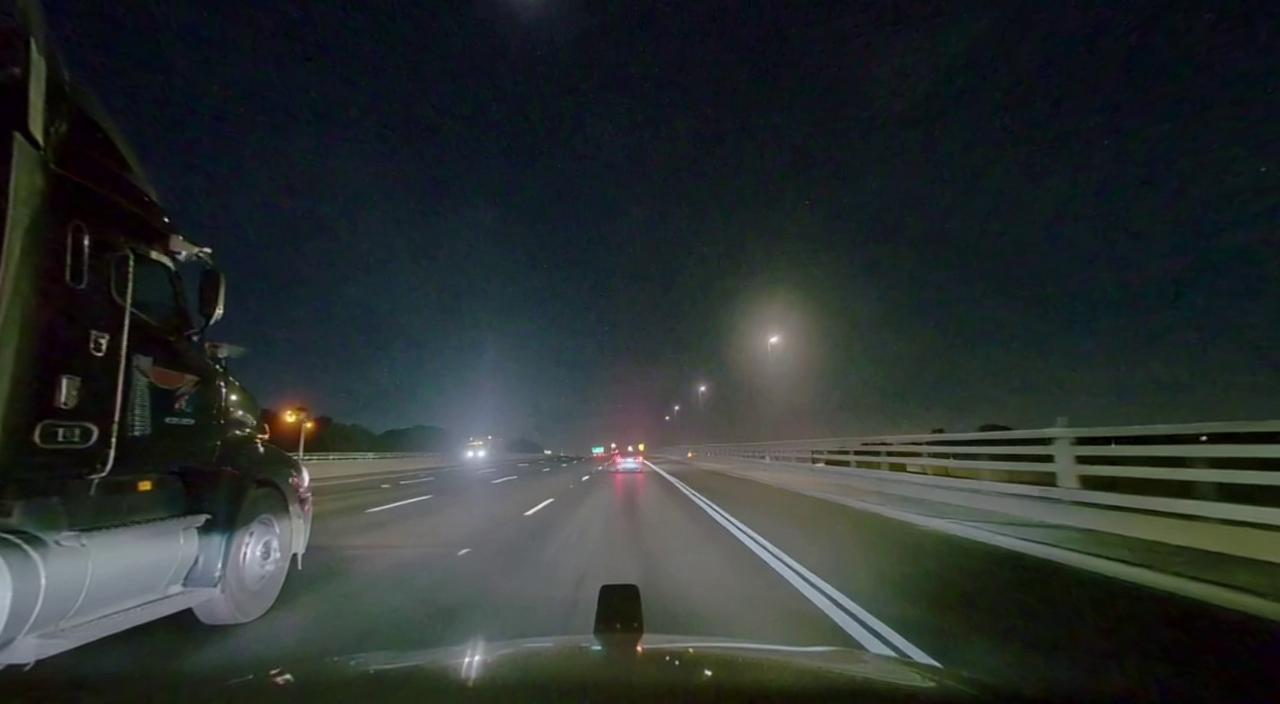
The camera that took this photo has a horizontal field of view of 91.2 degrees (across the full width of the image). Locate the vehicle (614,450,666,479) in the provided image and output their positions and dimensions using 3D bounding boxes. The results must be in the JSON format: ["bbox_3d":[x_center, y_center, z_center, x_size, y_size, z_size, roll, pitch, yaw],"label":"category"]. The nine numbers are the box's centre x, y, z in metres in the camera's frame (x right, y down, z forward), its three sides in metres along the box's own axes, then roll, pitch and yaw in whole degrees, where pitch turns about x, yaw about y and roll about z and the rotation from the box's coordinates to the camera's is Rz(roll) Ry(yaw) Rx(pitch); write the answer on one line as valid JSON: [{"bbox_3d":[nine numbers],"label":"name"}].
[{"bbox_3d":[-0.105,5.618,31.712,2.398,1.336,5.698,0,-9,-2],"label":"vehicle"}]
